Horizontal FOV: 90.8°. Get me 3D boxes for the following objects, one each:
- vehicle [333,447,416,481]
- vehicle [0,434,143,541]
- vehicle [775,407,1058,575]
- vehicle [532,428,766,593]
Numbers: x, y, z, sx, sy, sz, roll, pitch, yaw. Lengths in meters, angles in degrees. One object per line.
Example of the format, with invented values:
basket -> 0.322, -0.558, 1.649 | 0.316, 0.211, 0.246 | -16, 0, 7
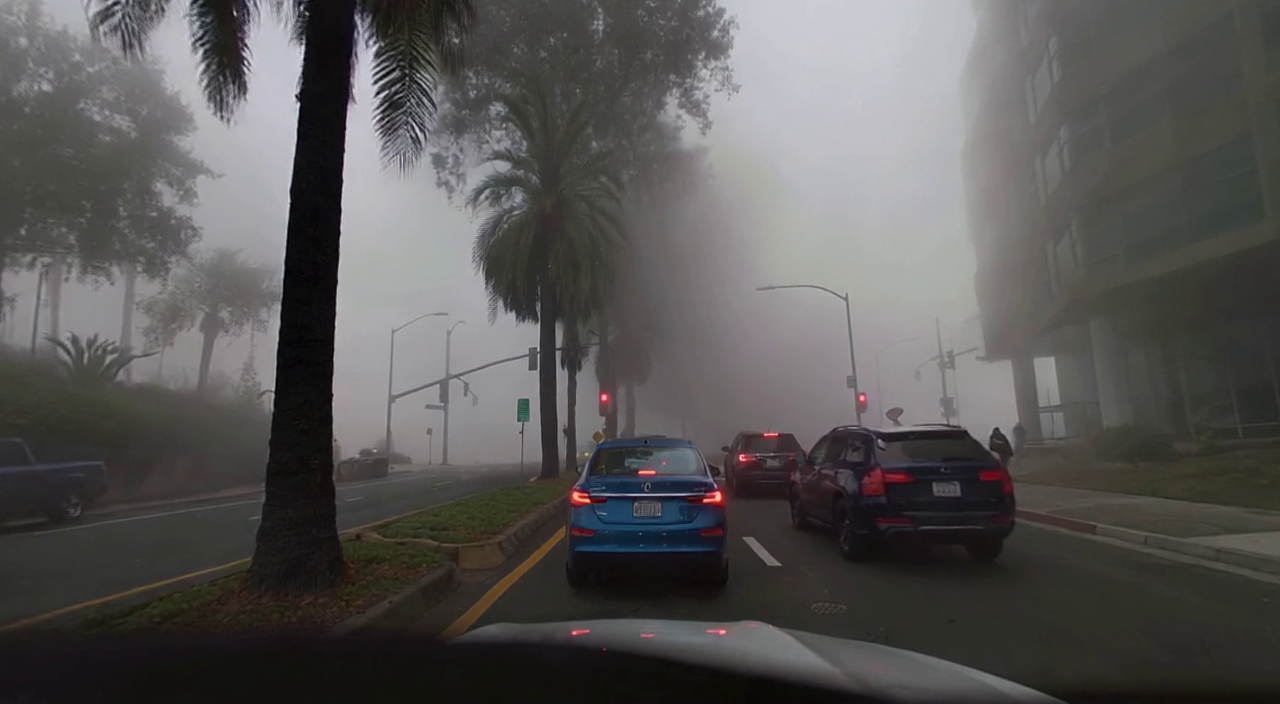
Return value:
vehicle -> -13.180, 5.573, 31.728 | 1.965, 1.507, 4.725 | -1, -8, 2
vehicle -> -13.055, 2.721, 12.288 | 2.240, 1.964, 5.707 | -6, -8, 0
vehicle -> 3.339, 1.770, 8.802 | 2.003, 1.733, 4.319 | 0, -8, 1
vehicle -> 0.127, 1.718, 7.713 | 2.088, 1.452, 3.993 | -1, -8, 2
